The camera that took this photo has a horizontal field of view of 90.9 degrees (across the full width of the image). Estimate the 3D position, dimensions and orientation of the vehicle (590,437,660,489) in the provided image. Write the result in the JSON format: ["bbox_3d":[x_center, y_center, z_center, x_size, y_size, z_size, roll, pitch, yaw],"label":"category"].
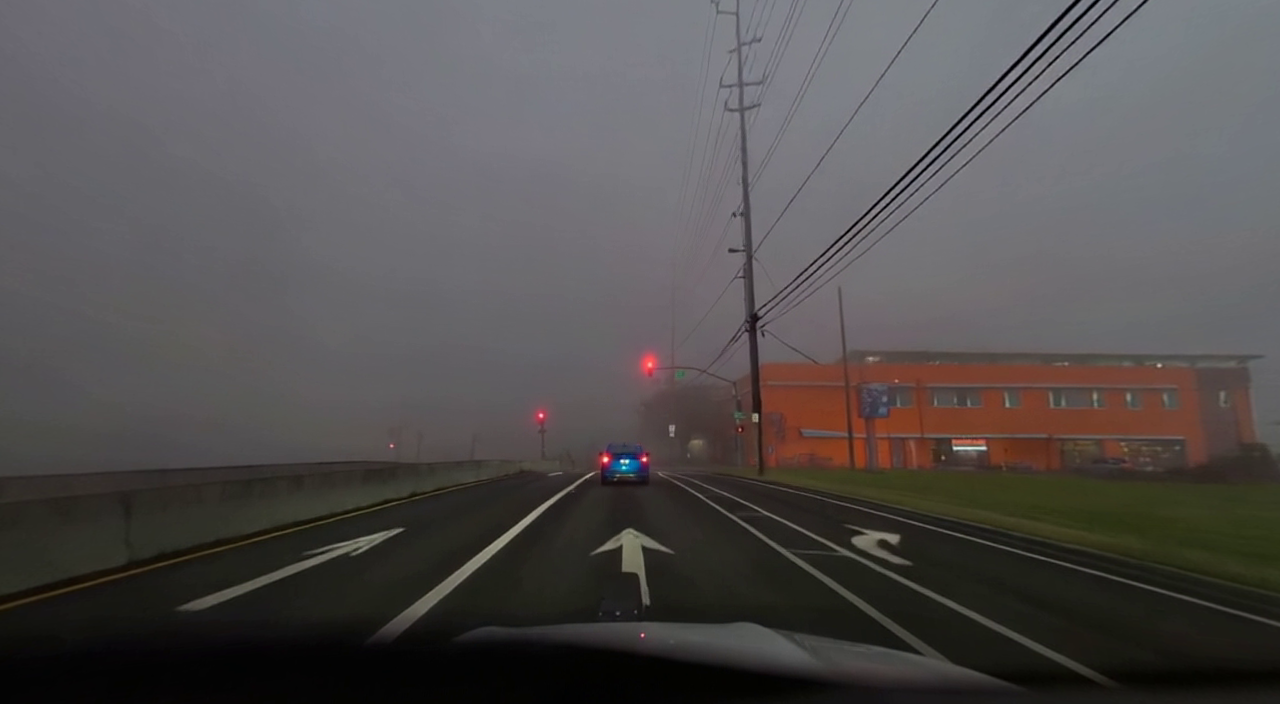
[{"bbox_3d":[-0.508,3.648,21.115,2.123,1.566,3.662,0,-8,-1],"label":"vehicle"}]
